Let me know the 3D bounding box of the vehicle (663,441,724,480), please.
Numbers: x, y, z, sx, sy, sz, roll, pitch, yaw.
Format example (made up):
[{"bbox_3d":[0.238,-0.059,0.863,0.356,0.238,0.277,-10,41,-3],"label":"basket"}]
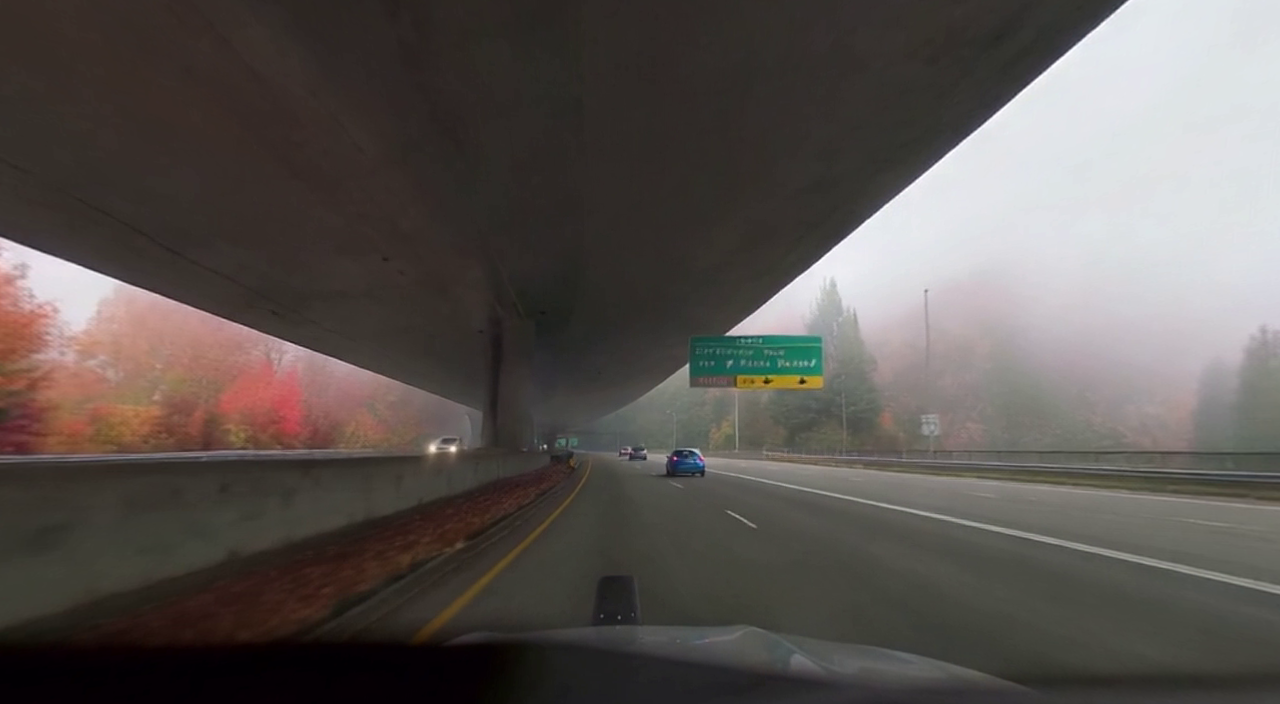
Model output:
[{"bbox_3d":[2.356,4.972,28.840,2.337,1.633,4.222,-1,-9,-2],"label":"vehicle"}]

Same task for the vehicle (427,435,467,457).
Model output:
[{"bbox_3d":[-14.879,7.304,48.478,1.921,1.550,4.249,-1,-9,-2],"label":"vehicle"}]
